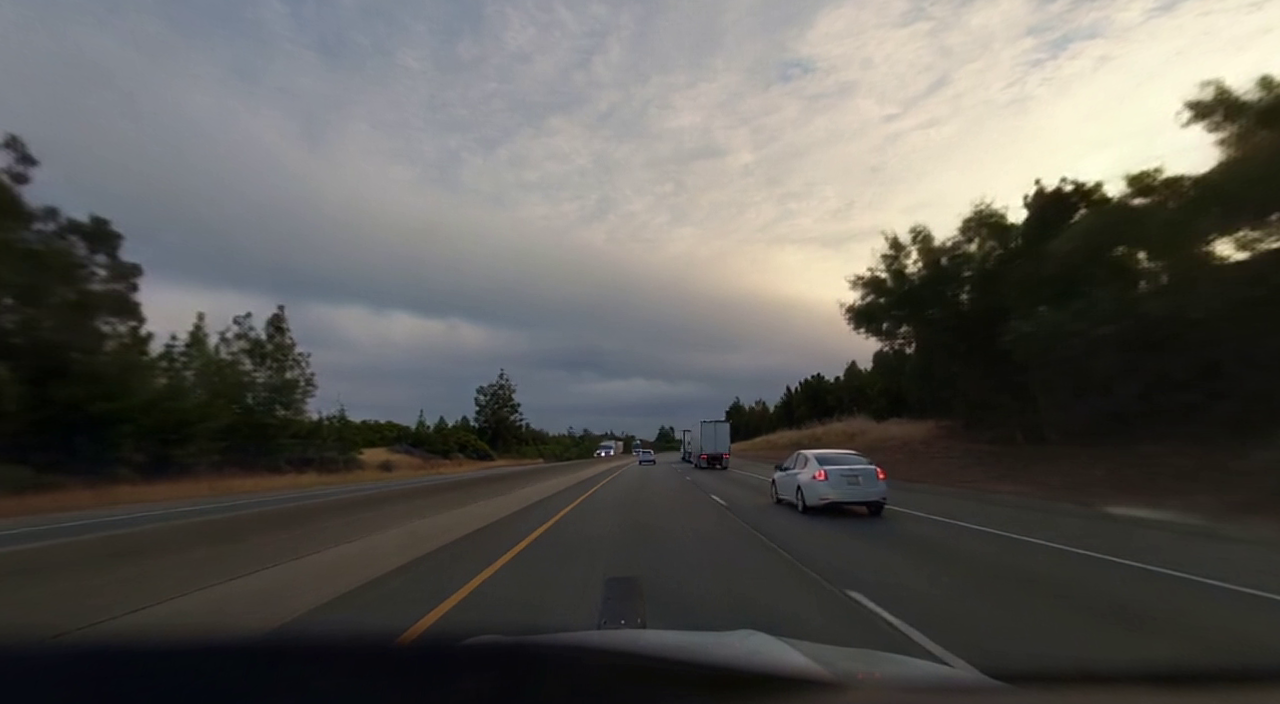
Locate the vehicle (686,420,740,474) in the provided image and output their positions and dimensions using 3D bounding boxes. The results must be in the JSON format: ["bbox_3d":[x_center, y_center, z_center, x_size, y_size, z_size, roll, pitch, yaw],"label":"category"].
[{"bbox_3d":[5.238,7.157,47.325,2.866,3.558,11.674,0,-9,1],"label":"vehicle"}]

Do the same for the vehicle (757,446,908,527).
[{"bbox_3d":[3.889,2.766,13.511,1.893,1.442,4.039,0,-9,-1],"label":"vehicle"}]
